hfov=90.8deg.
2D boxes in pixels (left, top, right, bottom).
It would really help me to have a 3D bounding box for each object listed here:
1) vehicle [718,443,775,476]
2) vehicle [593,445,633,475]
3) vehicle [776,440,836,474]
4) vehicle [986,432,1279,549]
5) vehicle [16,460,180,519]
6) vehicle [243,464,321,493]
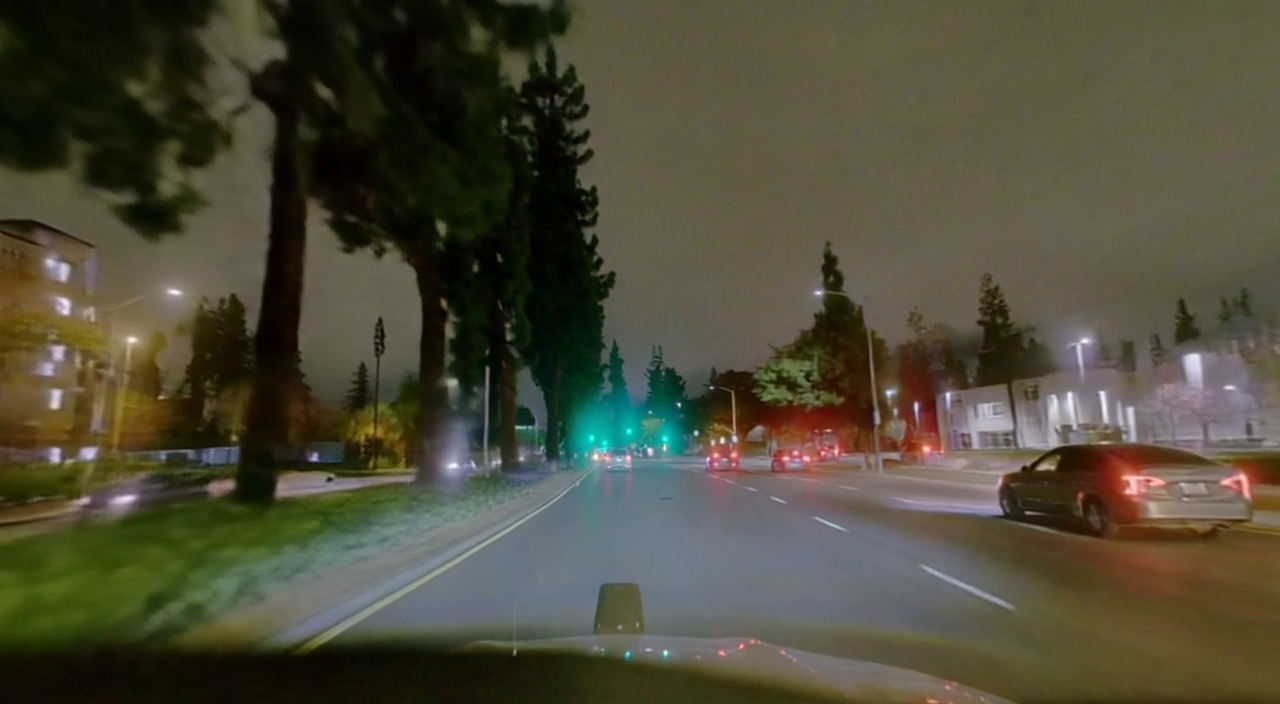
[{"bbox_3d":[5.002,5.088,30.169,2.020,1.472,3.958,0,-8,0],"label":"vehicle"},{"bbox_3d":[-1.461,5.874,34.632,2.077,1.477,3.897,0,-8,-2],"label":"vehicle"},{"bbox_3d":[8.698,5.513,33.437,1.945,1.687,4.292,0,-8,-1],"label":"vehicle"},{"bbox_3d":[8.061,2.144,10.602,1.888,1.508,4.646,0,-8,1],"label":"vehicle"},{"bbox_3d":[-19.188,4.850,22.728,2.013,1.655,4.604,-2,-8,-3],"label":"vehicle"},{"bbox_3d":[-19.313,6.823,34.304,1.769,1.344,3.947,-1,-8,2],"label":"vehicle"}]
